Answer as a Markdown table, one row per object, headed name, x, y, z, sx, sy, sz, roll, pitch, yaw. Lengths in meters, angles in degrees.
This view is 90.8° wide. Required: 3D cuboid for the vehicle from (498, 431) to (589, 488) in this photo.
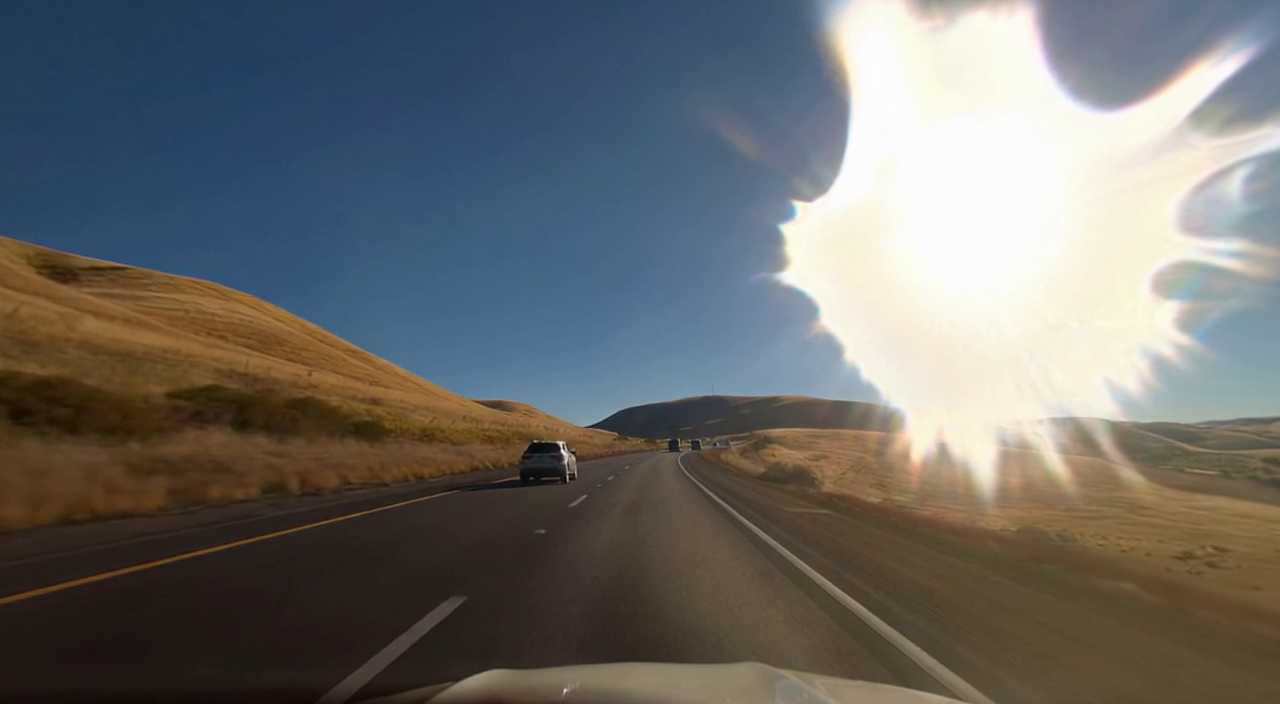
| name | x | y | z | sx | sy | sz | roll | pitch | yaw |
| --- | --- | --- | --- | --- | --- | --- | --- | --- | --- |
| vehicle | -3.183 | 3.684 | 21.938 | 2.252 | 1.743 | 4.560 | 0 | -8 | 2 |
